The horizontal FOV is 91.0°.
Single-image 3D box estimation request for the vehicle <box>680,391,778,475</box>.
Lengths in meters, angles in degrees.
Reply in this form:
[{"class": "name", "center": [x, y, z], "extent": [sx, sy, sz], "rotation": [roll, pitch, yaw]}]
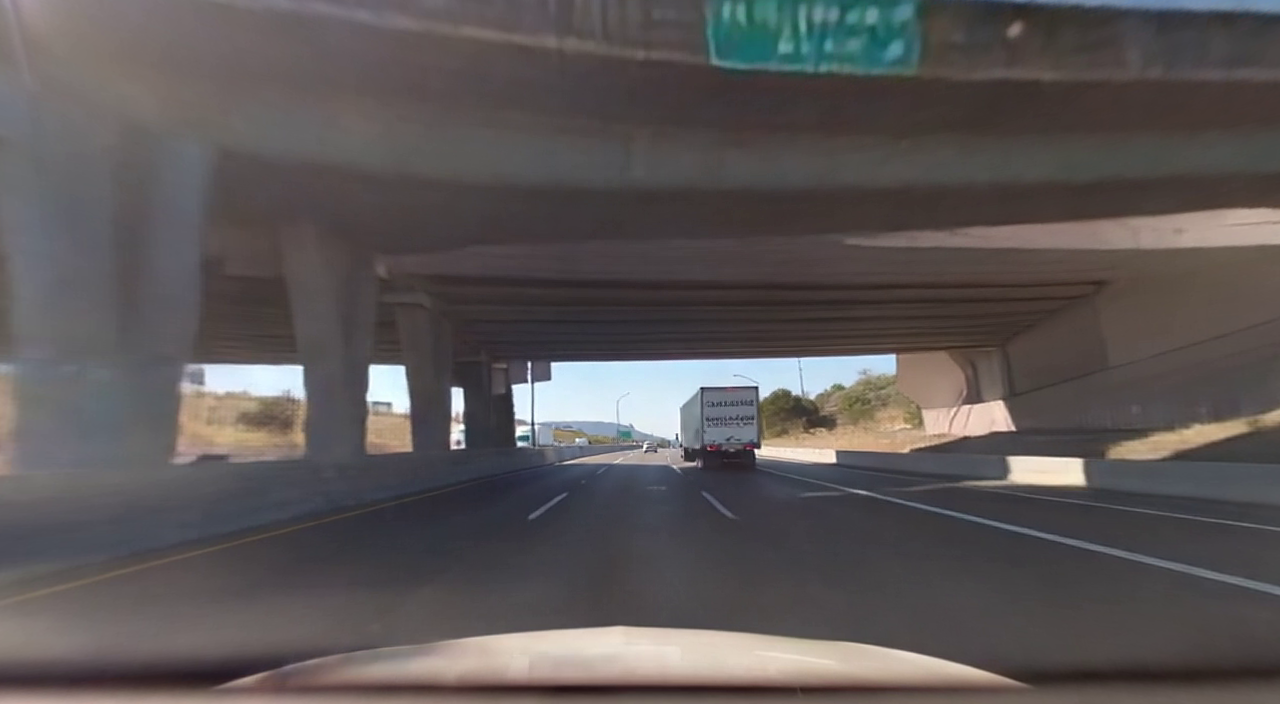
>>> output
[{"class": "vehicle", "center": [4.144, 4.246, 32.703], "extent": [3.306, 3.531, 11.717], "rotation": [-1, -8, 0]}]
